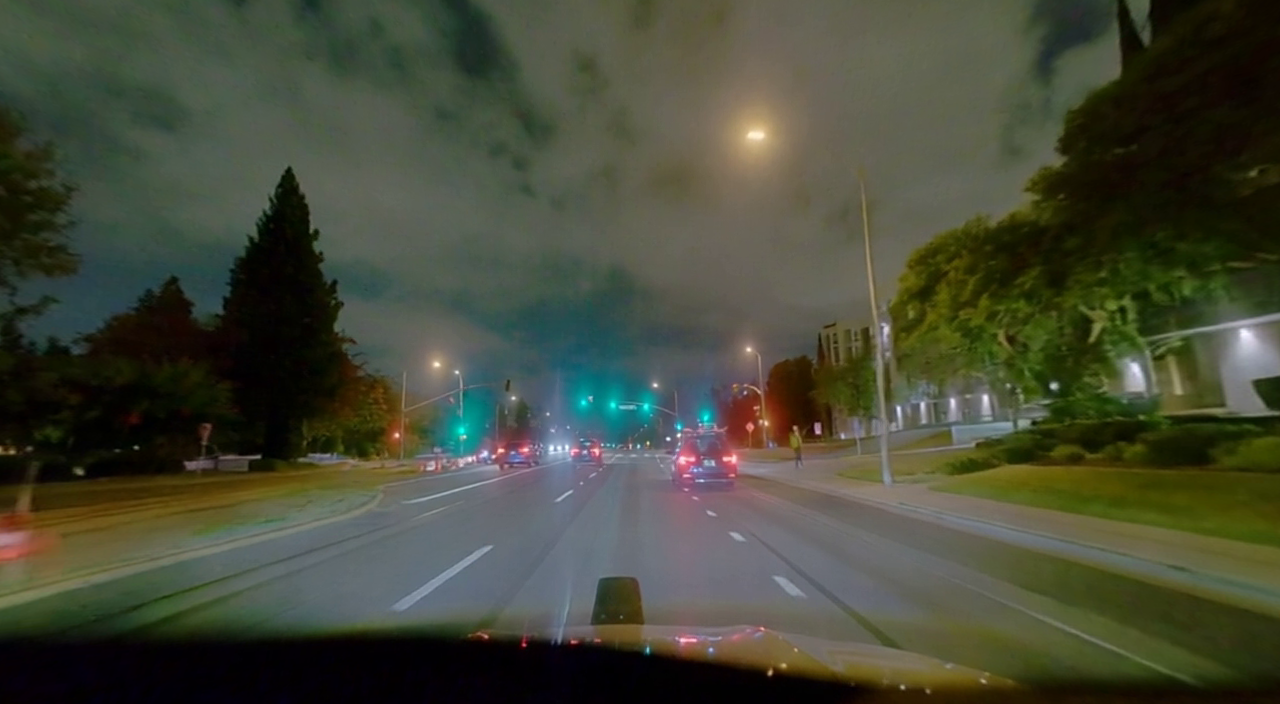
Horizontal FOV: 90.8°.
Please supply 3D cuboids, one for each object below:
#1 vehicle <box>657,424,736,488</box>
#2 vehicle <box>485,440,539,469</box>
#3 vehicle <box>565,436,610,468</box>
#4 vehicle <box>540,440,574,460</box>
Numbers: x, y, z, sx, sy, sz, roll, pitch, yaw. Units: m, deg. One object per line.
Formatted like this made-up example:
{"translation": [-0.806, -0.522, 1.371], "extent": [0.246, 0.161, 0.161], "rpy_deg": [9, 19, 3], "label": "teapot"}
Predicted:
{"translation": [1.672, 3.313, 20.389], "extent": [2.197, 1.835, 4.316], "rpy_deg": [0, -9, 1], "label": "vehicle"}
{"translation": [-7.012, 5.664, 35.184], "extent": [1.928, 1.488, 4.635], "rpy_deg": [0, -9, 2], "label": "vehicle"}
{"translation": [-2.904, 5.608, 35.567], "extent": [2.121, 1.654, 3.993], "rpy_deg": [0, -9, 1], "label": "vehicle"}
{"translation": [-6.468, 7.707, 49.578], "extent": [1.993, 1.492, 3.666], "rpy_deg": [0, -9, 2], "label": "vehicle"}
